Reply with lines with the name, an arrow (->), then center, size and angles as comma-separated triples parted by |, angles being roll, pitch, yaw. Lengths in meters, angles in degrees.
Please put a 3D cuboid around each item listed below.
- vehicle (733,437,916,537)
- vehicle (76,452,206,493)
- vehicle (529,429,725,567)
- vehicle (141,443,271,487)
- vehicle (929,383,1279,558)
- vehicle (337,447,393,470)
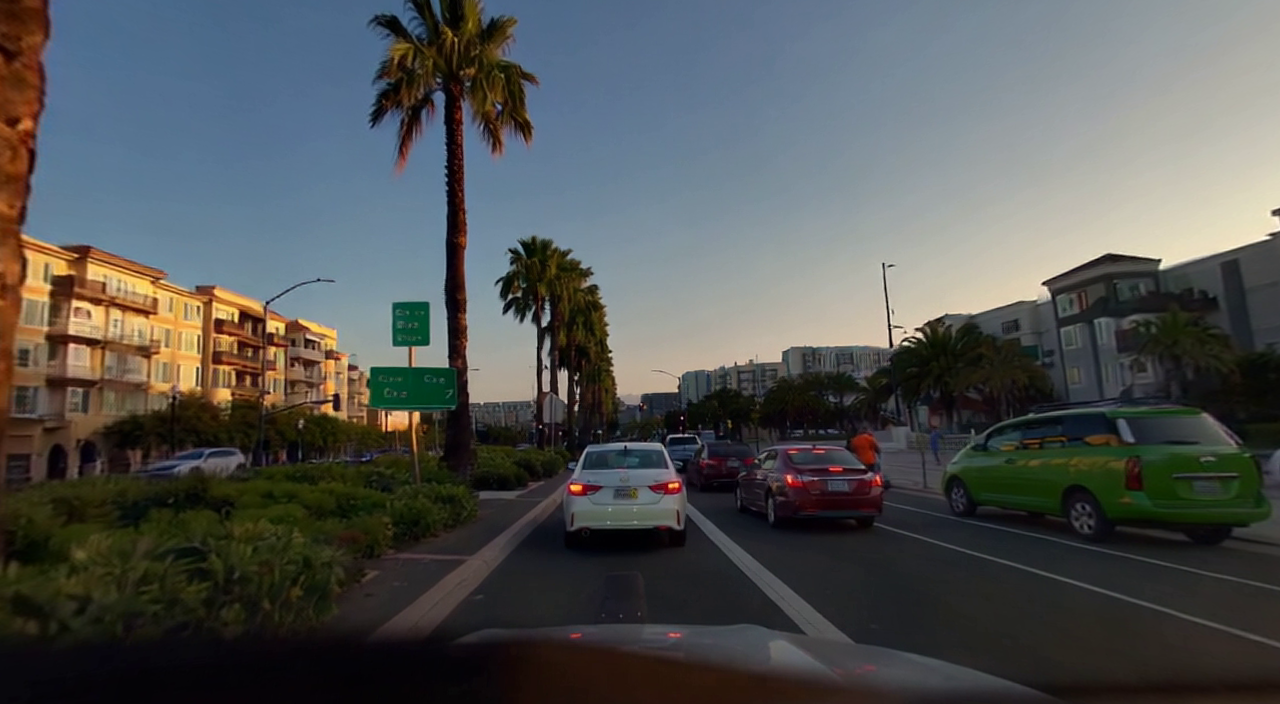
vehicle -> 3.075, 2.340, 11.673 | 1.925, 1.451, 4.436 | 0, -8, -2
vehicle -> -24.008, 5.767, 30.745 | 2.055, 1.759, 5.200 | 0, -8, 0
vehicle -> -0.164, 1.913, 9.027 | 2.158, 1.498, 3.919 | 0, -8, -1
vehicle -> -20.454, 5.312, 30.165 | 2.306, 1.880, 5.537 | 0, -8, -1
vehicle -> 7.191, 1.812, 10.354 | 2.254, 2.072, 5.577 | 0, -8, 0
vehicle -> -20.779, 8.024, 48.009 | 2.053, 1.631, 4.900 | 0, -9, 0
